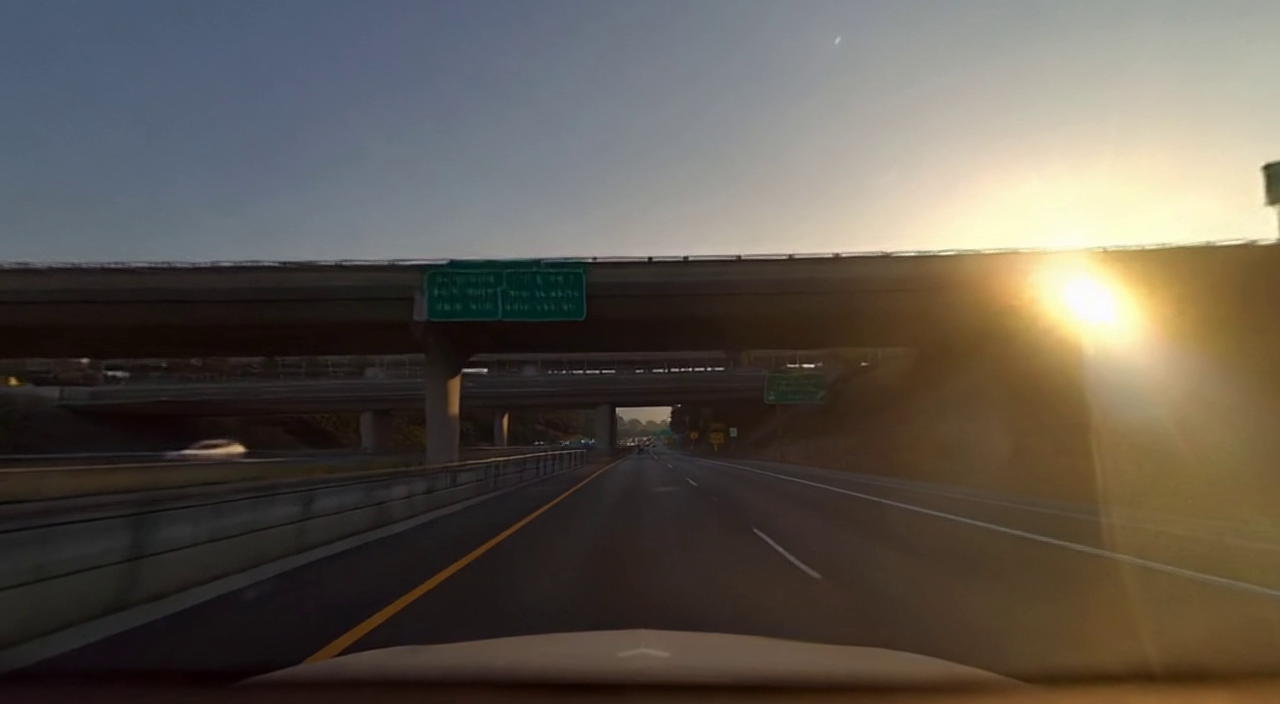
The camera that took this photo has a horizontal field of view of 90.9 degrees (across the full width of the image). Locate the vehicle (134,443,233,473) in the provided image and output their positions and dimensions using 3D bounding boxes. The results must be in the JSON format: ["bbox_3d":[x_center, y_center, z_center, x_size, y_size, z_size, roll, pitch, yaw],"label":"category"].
[{"bbox_3d":[-29.254,6.791,40.721,2.159,1.797,5.610,0,-8,1],"label":"vehicle"}]
